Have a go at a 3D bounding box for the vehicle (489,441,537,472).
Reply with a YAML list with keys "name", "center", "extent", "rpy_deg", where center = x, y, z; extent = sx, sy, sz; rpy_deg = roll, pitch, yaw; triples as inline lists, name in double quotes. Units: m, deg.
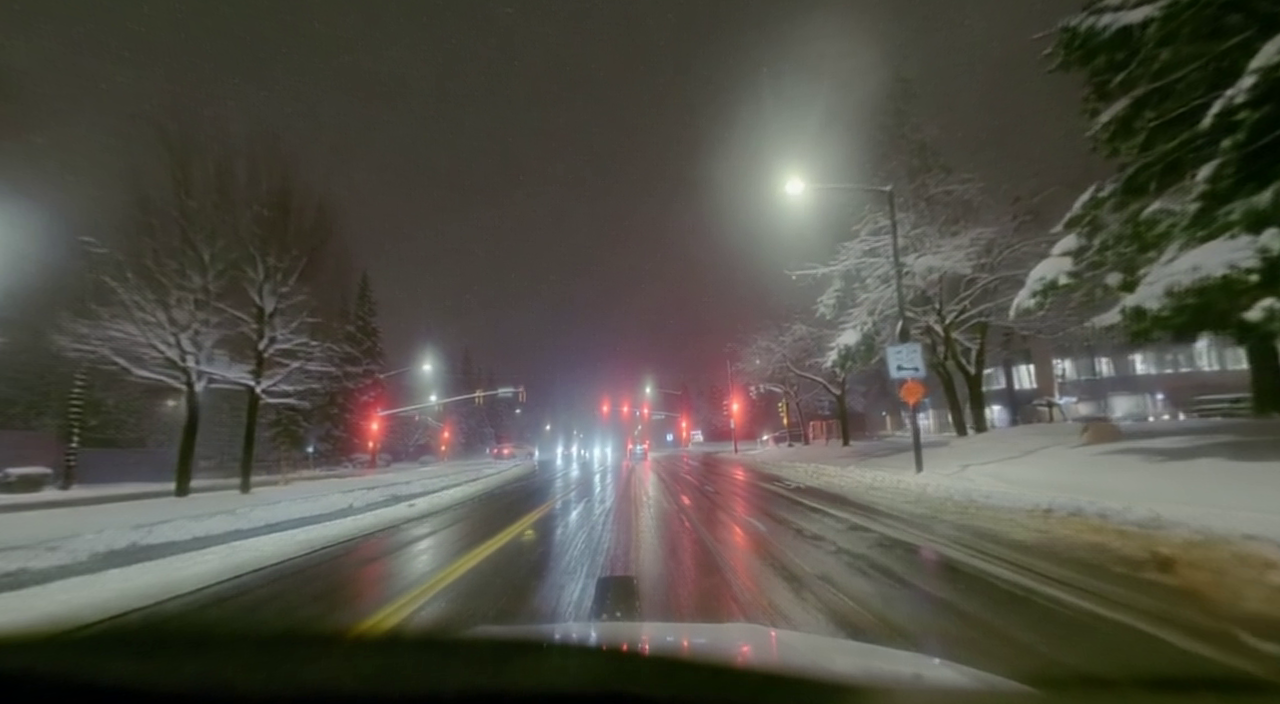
- name: "vehicle"
  center: [-6.910, 5.717, 34.858]
  extent: [1.869, 1.570, 4.064]
  rpy_deg: [0, -8, -1]
